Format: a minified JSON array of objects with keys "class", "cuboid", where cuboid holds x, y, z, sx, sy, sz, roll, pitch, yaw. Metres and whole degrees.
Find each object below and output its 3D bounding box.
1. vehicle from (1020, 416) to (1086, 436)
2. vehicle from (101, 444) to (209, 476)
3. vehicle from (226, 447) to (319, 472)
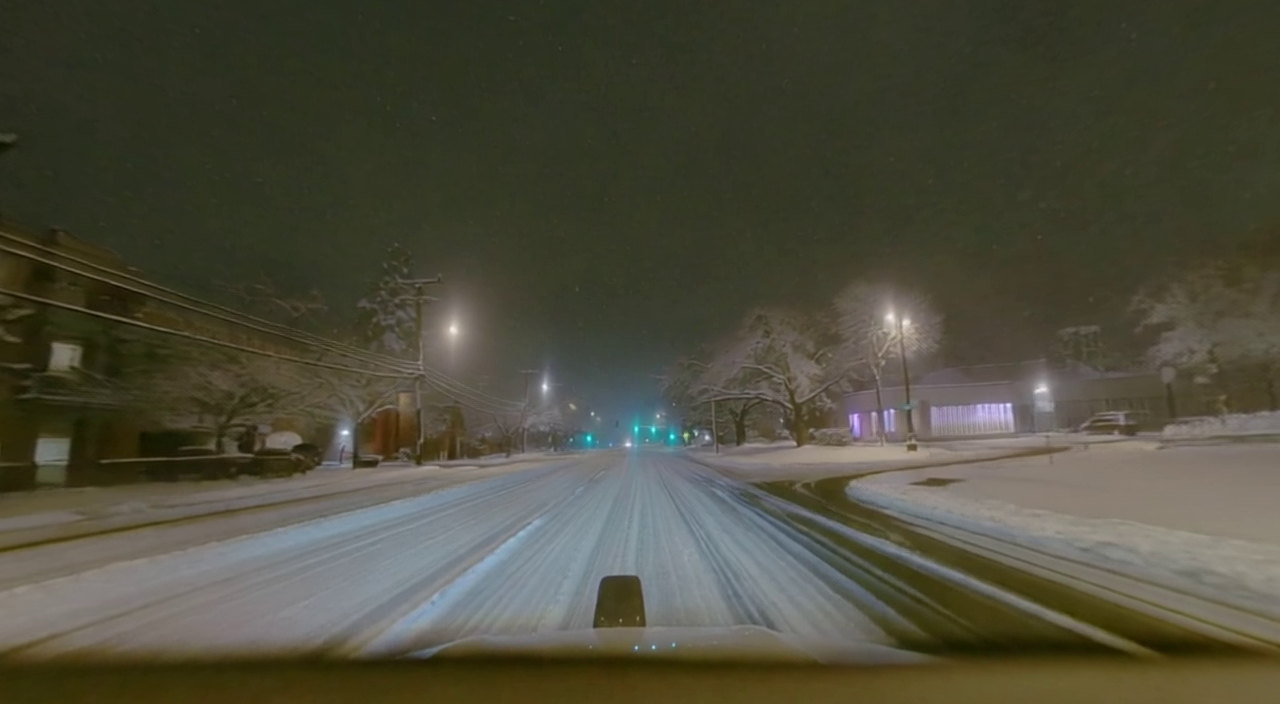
[{"class":"vehicle","cuboid":[32.516,5.867,49.821,3.904,1.508,1.724,-1,-9,1]},{"class":"vehicle","cuboid":[-28.378,6.306,37.060,4.626,1.753,2.054,0,-8,1]},{"class":"vehicle","cuboid":[-23.271,6.834,40.117,4.686,1.495,1.879,0,-8,1]}]
